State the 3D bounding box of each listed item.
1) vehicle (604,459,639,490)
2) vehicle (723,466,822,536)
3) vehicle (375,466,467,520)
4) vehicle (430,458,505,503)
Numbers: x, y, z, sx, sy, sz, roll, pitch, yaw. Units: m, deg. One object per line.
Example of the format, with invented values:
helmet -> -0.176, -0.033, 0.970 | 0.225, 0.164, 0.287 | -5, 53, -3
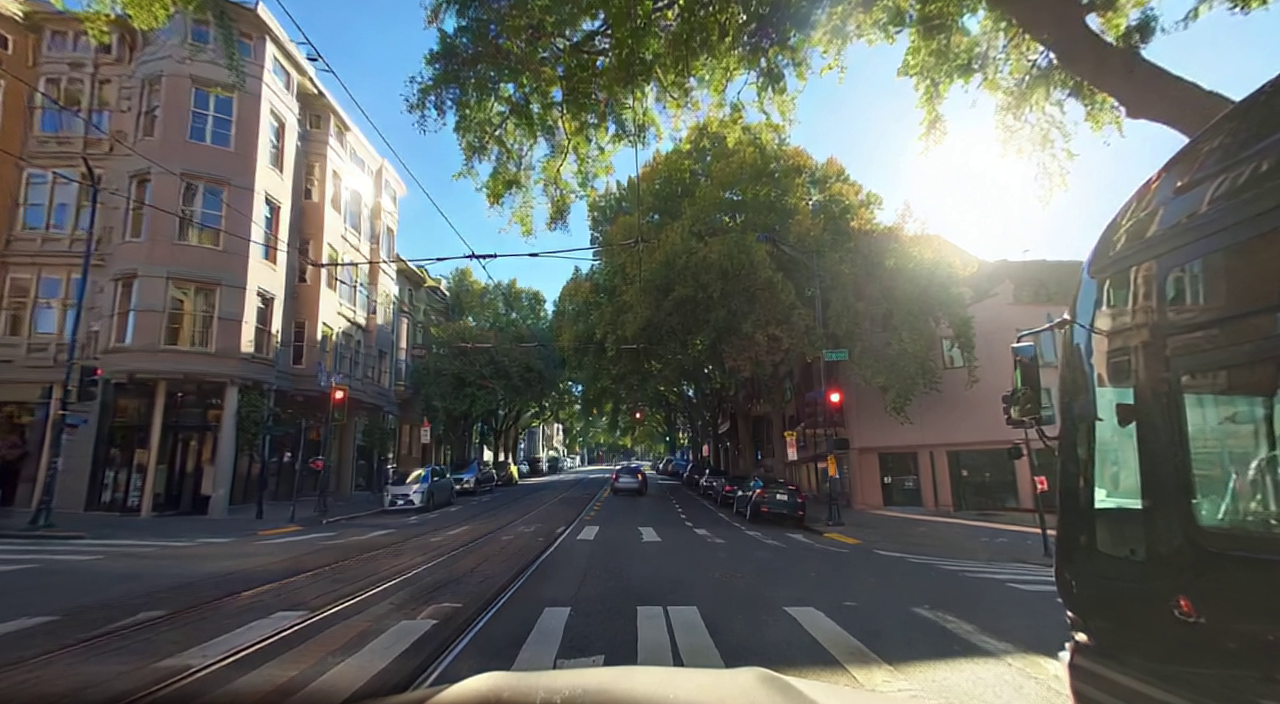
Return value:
vehicle -> -1.036, 7.171, 37.235 | 1.966, 1.600, 3.494 | 0, -8, -1
vehicle -> 3.846, 4.389, 19.124 | 1.929, 1.723, 4.134 | 0, -8, -2
vehicle -> -7.435, 4.796, 21.864 | 1.779, 1.588, 3.953 | 2, -10, -1
vehicle -> -7.426, 5.577, 27.712 | 1.861, 1.751, 4.550 | 1, -10, 2
